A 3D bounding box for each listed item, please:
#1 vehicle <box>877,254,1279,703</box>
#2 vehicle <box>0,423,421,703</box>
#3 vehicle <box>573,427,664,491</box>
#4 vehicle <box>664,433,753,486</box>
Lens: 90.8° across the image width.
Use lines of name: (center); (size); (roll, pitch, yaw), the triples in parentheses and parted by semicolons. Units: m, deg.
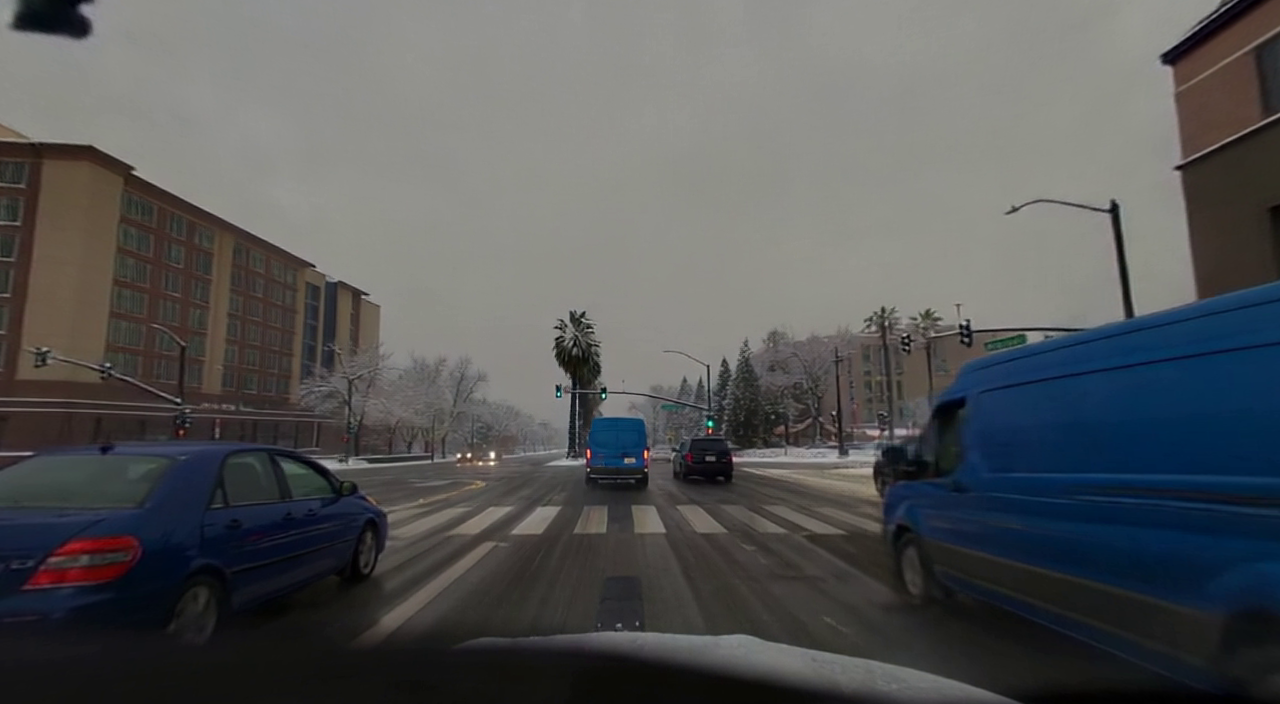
vehicle: (2.932, 0.733, 2.369); (2.200, 1.847, 4.618); (0, -9, -1)
vehicle: (-3.642, 1.408, 5.330); (1.997, 1.430, 4.655); (0, -9, -1)
vehicle: (-0.801, 3.786, 22.768); (2.848, 1.991, 5.706); (0, -9, -2)
vehicle: (2.371, 3.950, 23.456); (2.462, 1.736, 4.899); (0, -9, -3)
